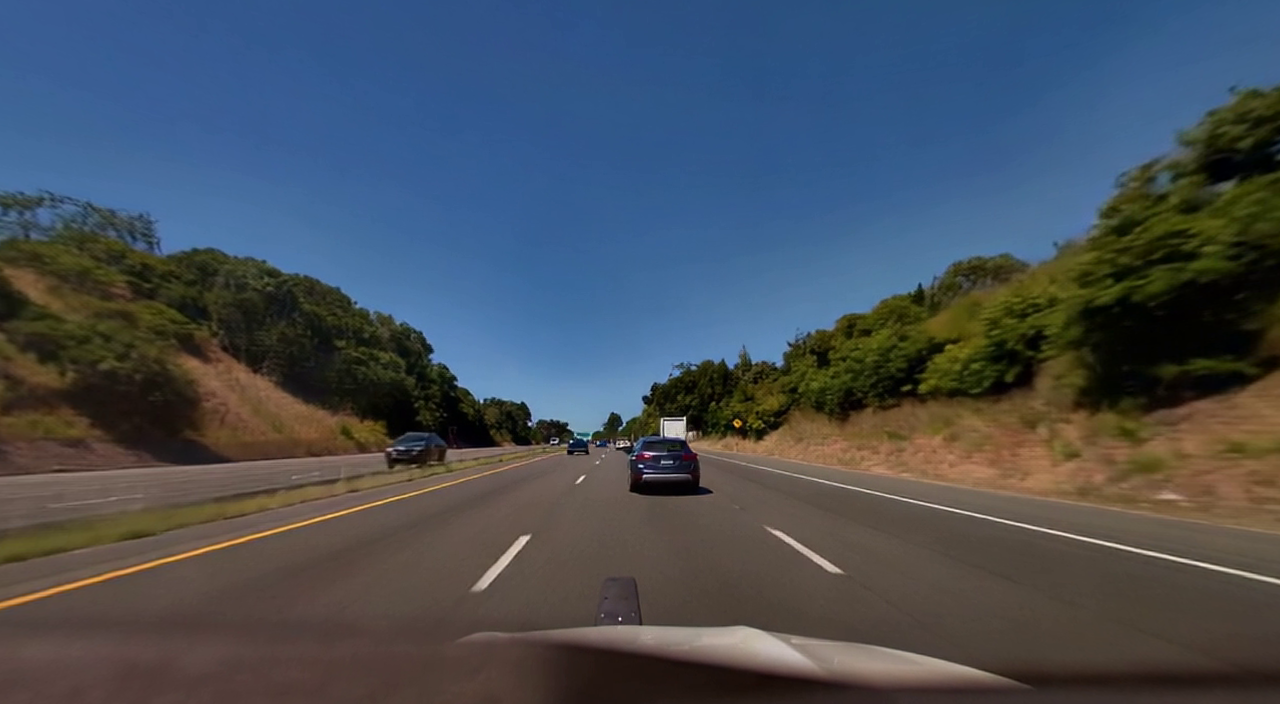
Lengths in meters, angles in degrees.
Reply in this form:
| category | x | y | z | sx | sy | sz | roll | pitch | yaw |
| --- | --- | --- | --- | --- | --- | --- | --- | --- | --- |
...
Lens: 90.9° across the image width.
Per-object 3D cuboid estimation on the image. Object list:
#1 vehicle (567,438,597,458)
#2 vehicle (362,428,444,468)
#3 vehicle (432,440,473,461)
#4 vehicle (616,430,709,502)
| category | x | y | z | sx | sy | sz | roll | pitch | yaw |
| --- | --- | --- | --- | --- | --- | --- | --- | --- | --- |
| vehicle | -4.496 | 7.491 | 49.540 | 2.055 | 1.466 | 4.317 | 0 | -8 | -1 |
| vehicle | -11.778 | 4.794 | 31.715 | 2.296 | 1.836 | 4.901 | 0 | -8 | -1 |
| vehicle | -14.532 | 7.613 | 48.981 | 1.799 | 1.458 | 4.337 | 0 | -8 | 1 |
| vehicle | 0.388 | 2.720 | 15.685 | 1.961 | 1.495 | 4.743 | 0 | -8 | -2 |
